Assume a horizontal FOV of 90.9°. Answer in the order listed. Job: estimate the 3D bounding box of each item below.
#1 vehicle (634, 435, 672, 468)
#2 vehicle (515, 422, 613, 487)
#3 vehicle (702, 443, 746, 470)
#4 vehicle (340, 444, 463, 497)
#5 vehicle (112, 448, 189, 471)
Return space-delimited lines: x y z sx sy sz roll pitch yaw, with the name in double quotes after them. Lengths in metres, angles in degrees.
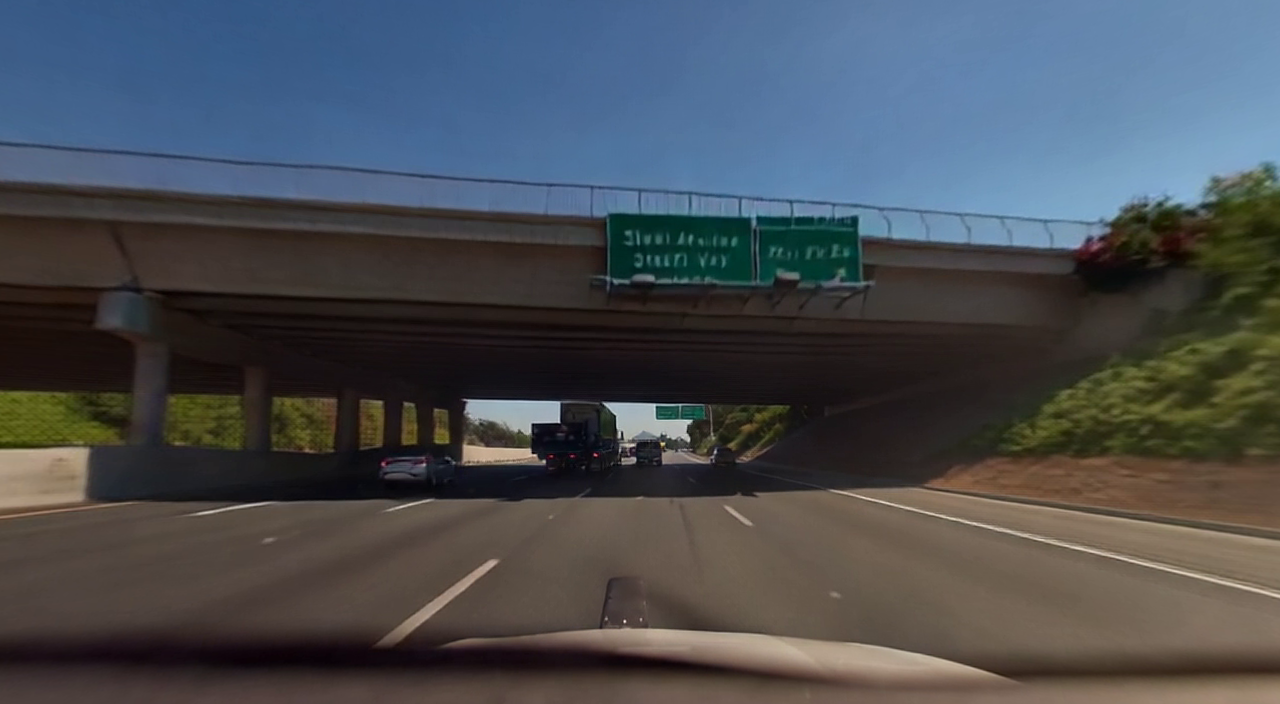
0.880 6.465 41.096 2.309 2.023 5.130 -1 -8 1 "vehicle"
-3.192 5.050 31.845 2.854 2.379 16.653 0 -9 0 "vehicle"
4.897 6.146 37.269 1.993 1.474 4.230 0 -8 0 "vehicle"
-7.286 3.638 19.873 1.965 1.437 4.592 -1 -8 1 "vehicle"
-34.667 7.620 44.859 1.771 1.463 4.484 -1 -8 2 "vehicle"
